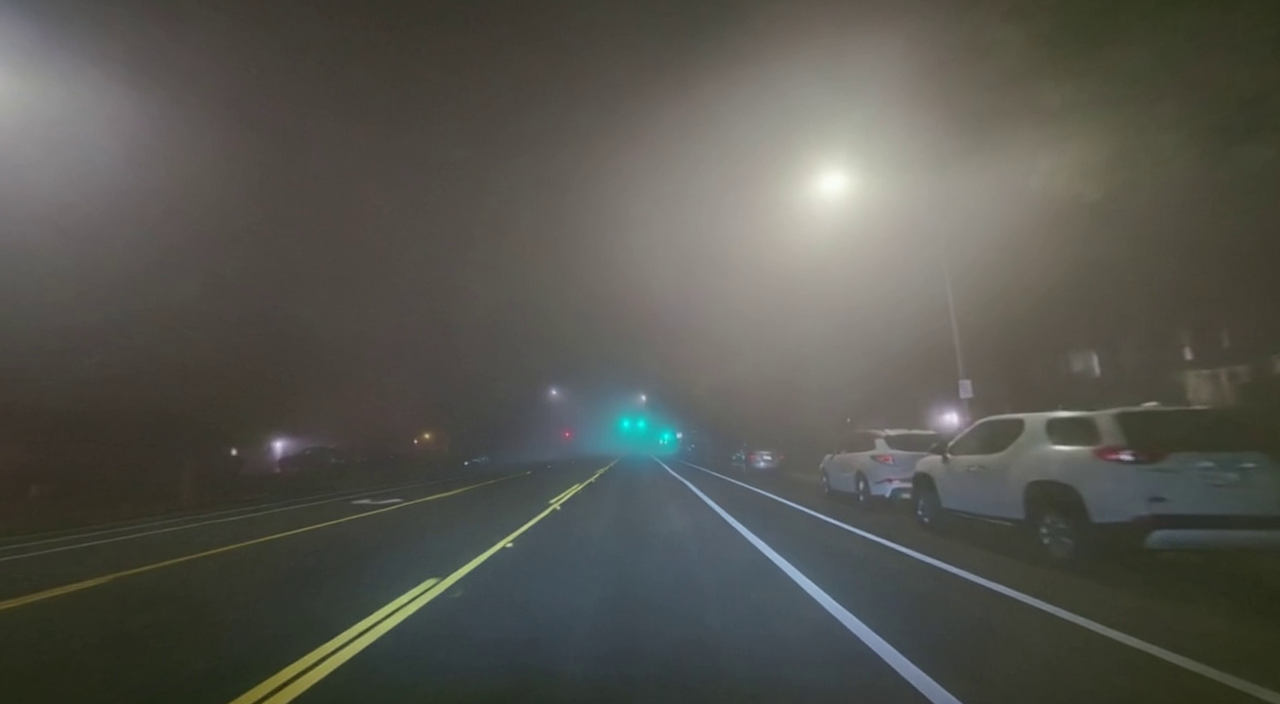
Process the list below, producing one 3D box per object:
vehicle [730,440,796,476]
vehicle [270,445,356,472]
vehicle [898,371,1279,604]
[{"bbox_3d":[5.419,4.731,28.373,1.935,1.453,4.488,0,-8,-2],"label":"vehicle"},{"bbox_3d":[-21.764,7.116,42.109,4.610,1.721,2.019,0,-8,-2],"label":"vehicle"},{"bbox_3d":[5.025,1.381,7.251,2.160,1.800,4.646,0,-8,1],"label":"vehicle"}]
